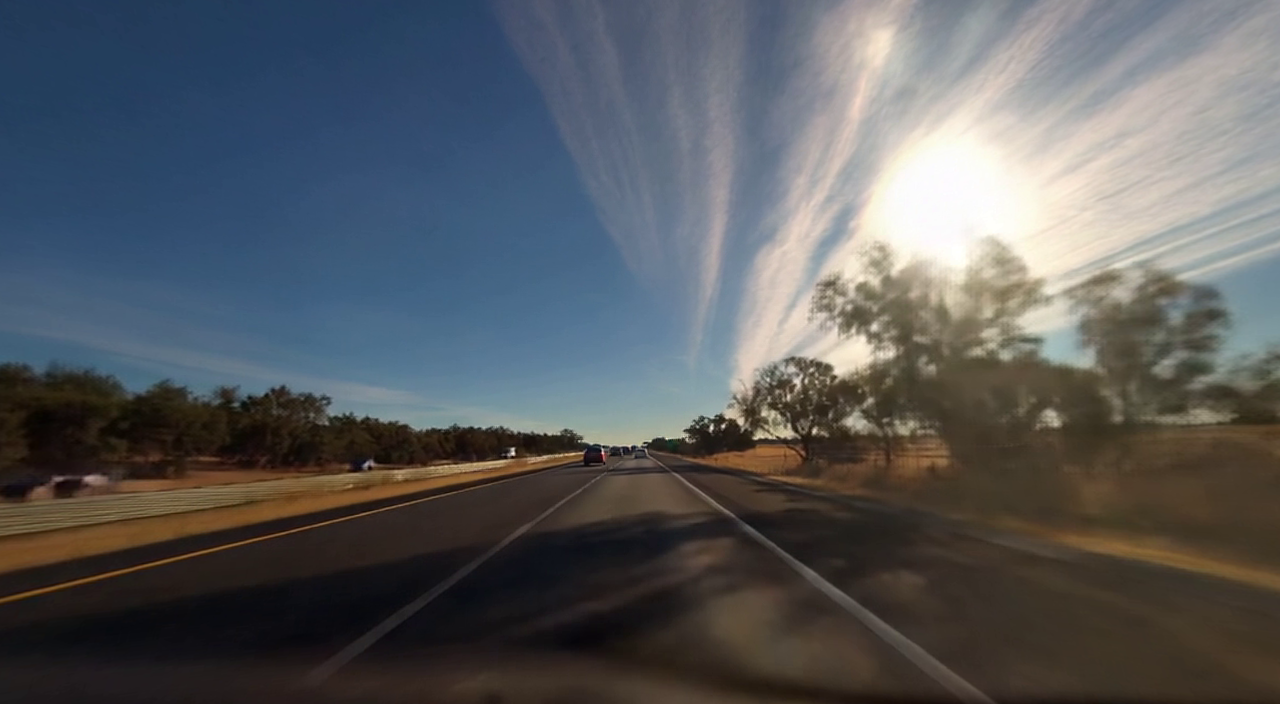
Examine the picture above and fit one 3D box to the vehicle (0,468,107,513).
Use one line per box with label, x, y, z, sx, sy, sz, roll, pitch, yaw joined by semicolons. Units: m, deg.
vehicle;-32.627;7.389;34.131;2.239;1.986;5.886;0;-9;0
